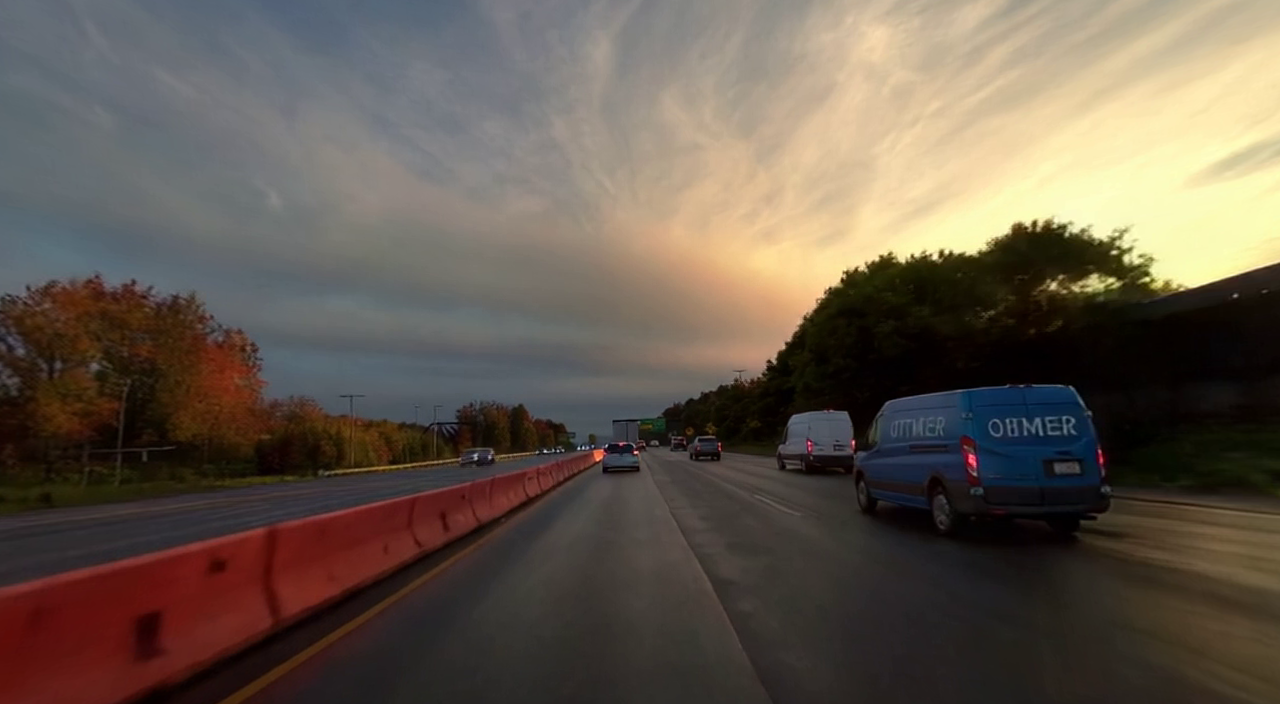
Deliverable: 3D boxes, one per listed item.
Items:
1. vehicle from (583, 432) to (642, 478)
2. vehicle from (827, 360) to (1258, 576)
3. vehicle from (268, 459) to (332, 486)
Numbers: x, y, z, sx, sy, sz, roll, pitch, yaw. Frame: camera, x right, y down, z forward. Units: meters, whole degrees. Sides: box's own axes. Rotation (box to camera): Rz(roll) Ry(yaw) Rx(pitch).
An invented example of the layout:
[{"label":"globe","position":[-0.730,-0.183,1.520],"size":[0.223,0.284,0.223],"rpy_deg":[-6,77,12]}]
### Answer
[{"label":"vehicle","position":[-1.039,3.985,24.513],"size":[2.100,1.636,3.620],"rpy_deg":[0,-8,-2]},{"label":"vehicle","position":[4.545,1.433,8.512],"size":[2.223,2.008,5.121],"rpy_deg":[0,-8,-3]},{"label":"vehicle","position":[-21.701,7.691,40.405],"size":[1.789,1.453,4.243],"rpy_deg":[0,-8,-1]}]
